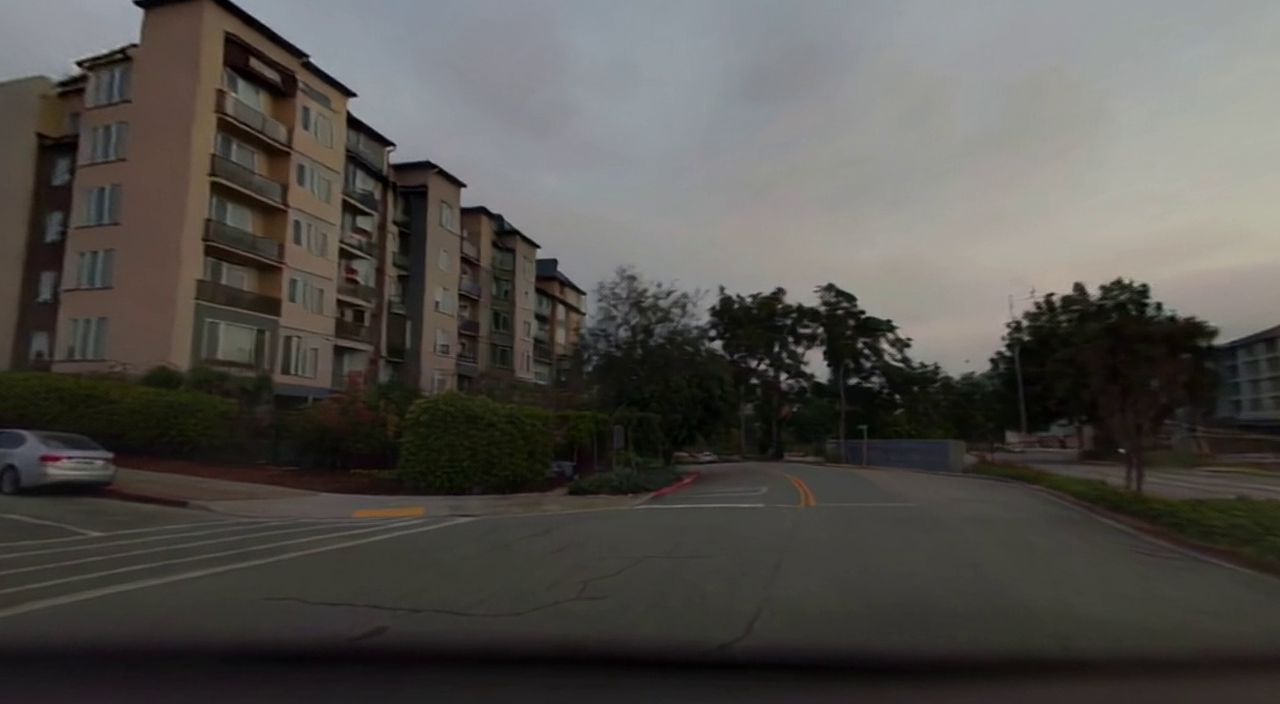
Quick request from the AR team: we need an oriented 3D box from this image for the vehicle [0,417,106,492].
[{"bbox_3d":[-14.204,2.220,13.800,4.322,1.436,1.827,-3,-9,19],"label":"vehicle"}]
